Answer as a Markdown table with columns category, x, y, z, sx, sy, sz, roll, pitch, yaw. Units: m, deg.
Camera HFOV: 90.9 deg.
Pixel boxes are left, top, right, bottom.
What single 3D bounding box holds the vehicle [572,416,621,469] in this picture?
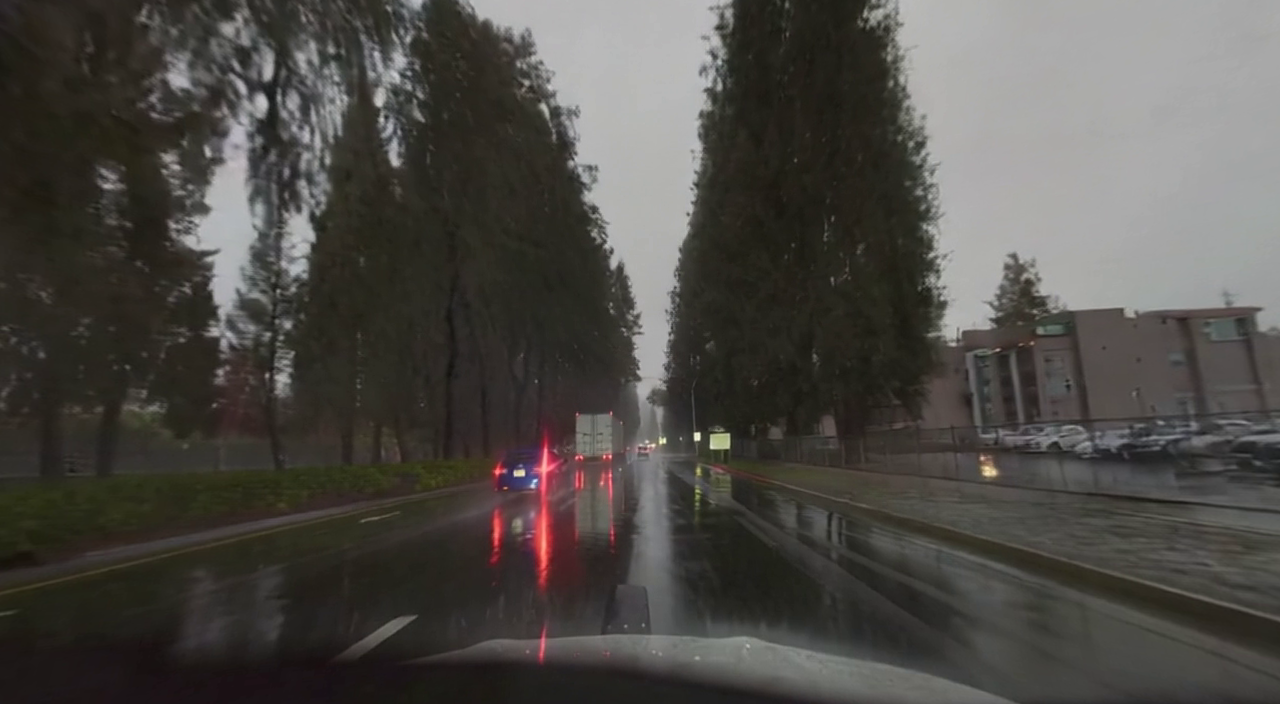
| category | x | y | z | sx | sy | sz | roll | pitch | yaw |
| --- | --- | --- | --- | --- | --- | --- | --- | --- | --- |
| vehicle | -2.901 | 6.376 | 44.263 | 2.746 | 3.276 | 8.572 | 0 | -9 | 1 |

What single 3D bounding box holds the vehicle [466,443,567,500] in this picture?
| category | x | y | z | sx | sy | sz | roll | pitch | yaw |
| --- | --- | --- | --- | --- | --- | --- | --- | --- | --- |
| vehicle | -3.474 | 3.459 | 18.643 | 2.005 | 1.462 | 4.345 | 0 | -9 | 2 |
